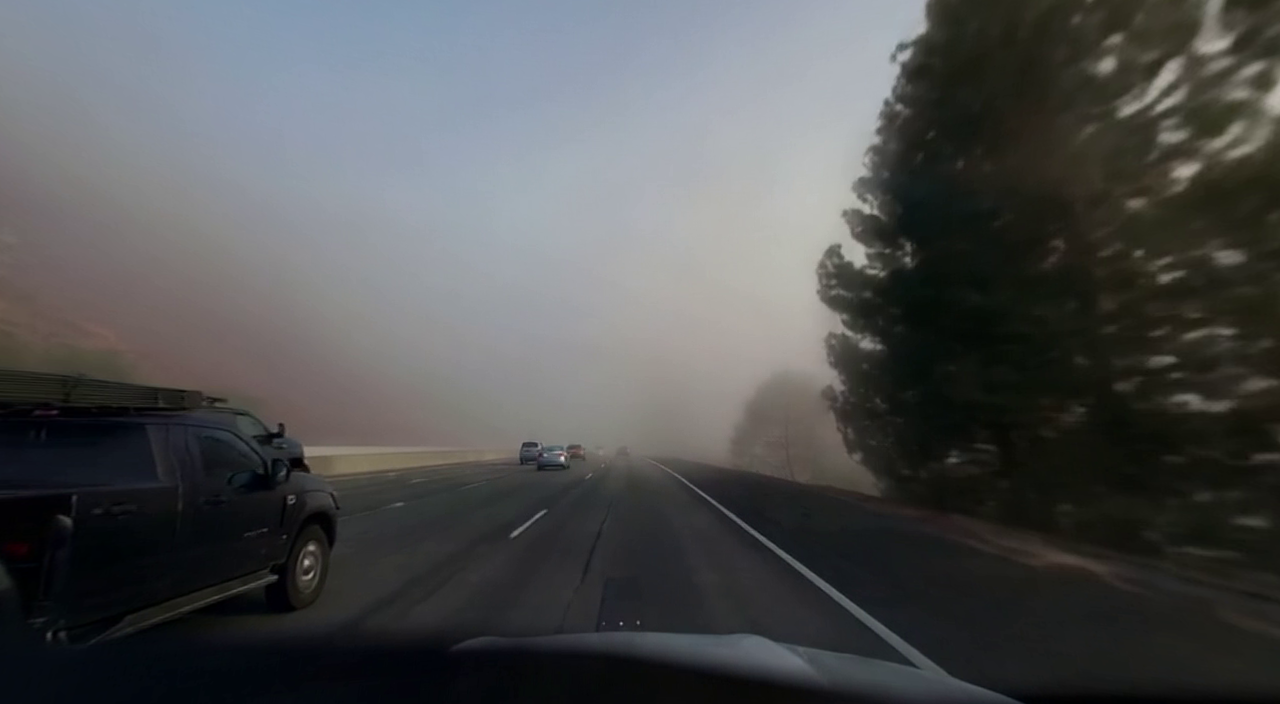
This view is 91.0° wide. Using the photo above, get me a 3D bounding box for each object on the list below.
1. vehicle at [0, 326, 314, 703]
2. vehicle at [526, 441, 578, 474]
[{"bbox_3d":[-3.796,0.785,2.531,2.200,1.807,5.041,0,-9,1],"label":"vehicle"},{"bbox_3d":[-4.354,5.278,31.682,2.012,1.509,4.359,0,-9,0],"label":"vehicle"}]
